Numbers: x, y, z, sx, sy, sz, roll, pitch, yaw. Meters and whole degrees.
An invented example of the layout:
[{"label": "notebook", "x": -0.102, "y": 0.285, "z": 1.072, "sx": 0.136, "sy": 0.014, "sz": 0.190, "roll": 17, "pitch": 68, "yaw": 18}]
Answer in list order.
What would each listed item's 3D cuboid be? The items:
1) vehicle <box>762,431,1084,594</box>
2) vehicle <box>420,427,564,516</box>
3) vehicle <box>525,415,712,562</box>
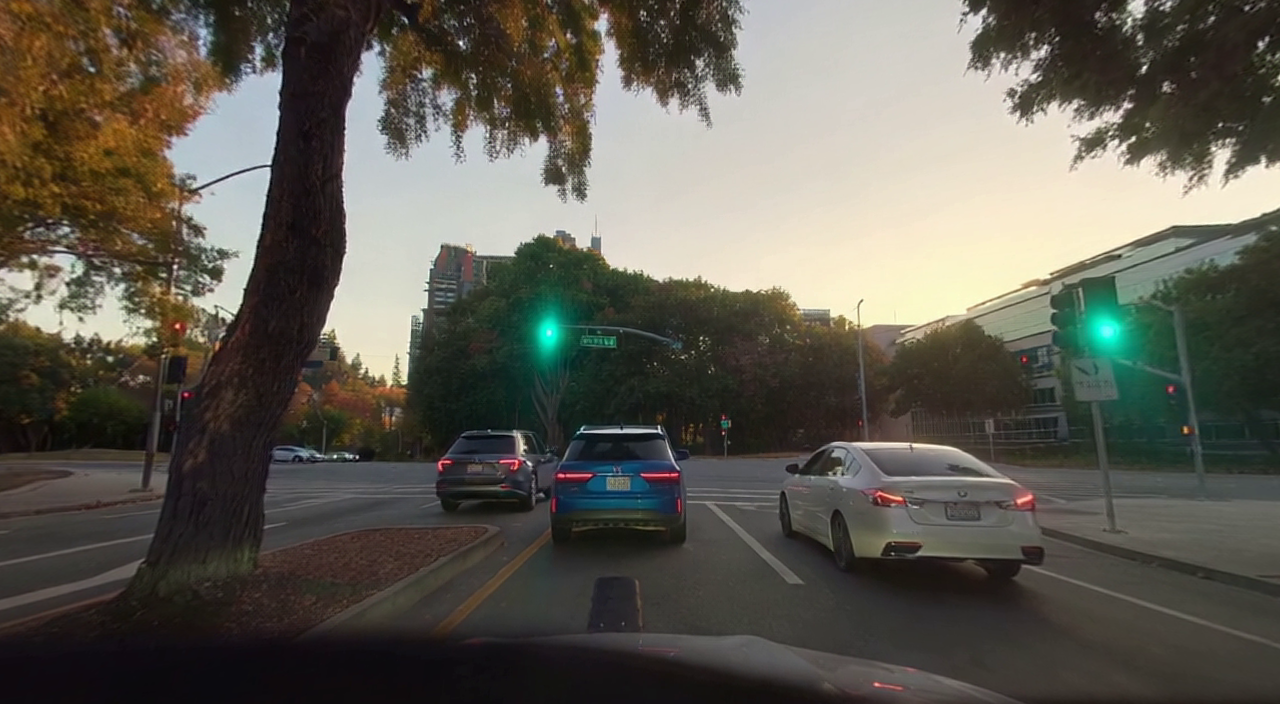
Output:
[{"label": "vehicle", "x": 3.032, "y": 1.811, "z": 8.064, "sx": 2.056, "sy": 1.468, "sz": 4.520, "roll": 0, "pitch": -8, "yaw": 1}, {"label": "vehicle", "x": -2.999, "y": 2.514, "z": 13.735, "sx": 1.987, "sy": 1.633, "sz": 4.005, "roll": 0, "pitch": -9, "yaw": 3}, {"label": "vehicle", "x": -0.229, "y": 1.865, "z": 9.289, "sx": 2.108, "sy": 1.654, "sz": 4.235, "roll": 0, "pitch": -8, "yaw": 0}]
